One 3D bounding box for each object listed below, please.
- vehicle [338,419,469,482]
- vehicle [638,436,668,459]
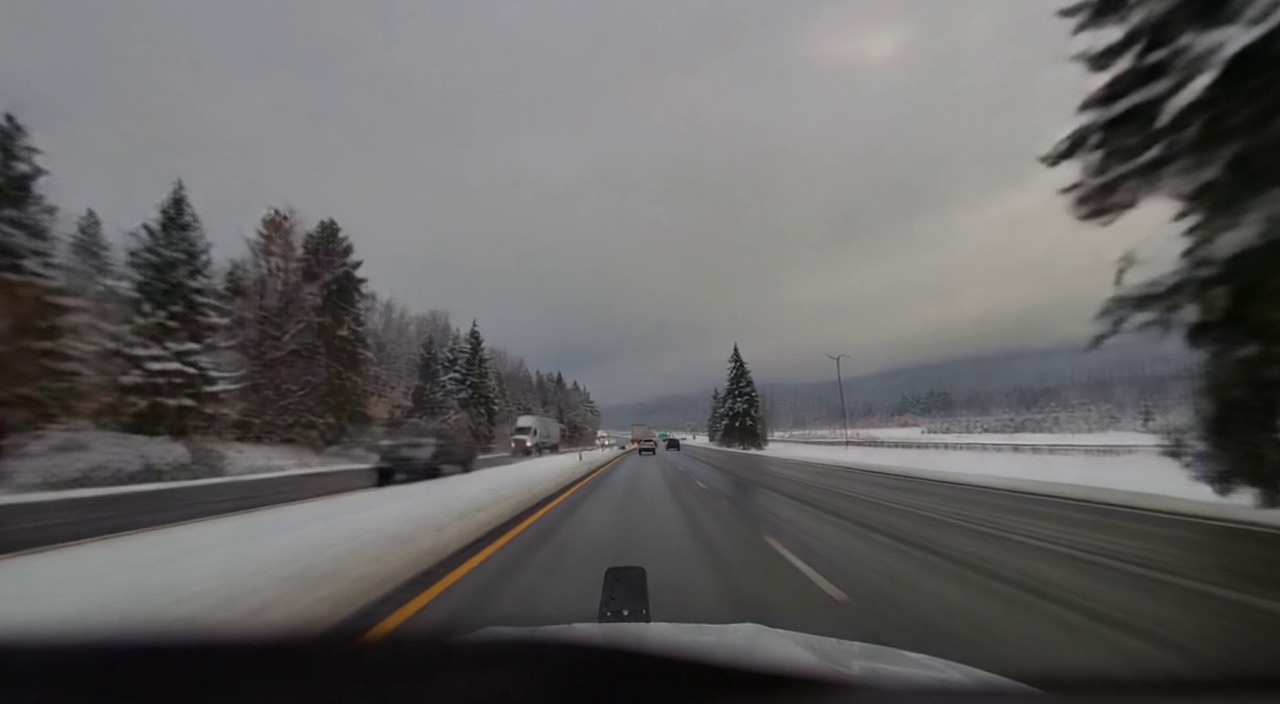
[{"bbox_3d":[-7.471,3.194,20.648,2.213,1.767,5.284,0,-8,0],"label":"vehicle"},{"bbox_3d":[0.864,6.548,43.064,1.924,1.498,3.817,0,-8,0],"label":"vehicle"}]
